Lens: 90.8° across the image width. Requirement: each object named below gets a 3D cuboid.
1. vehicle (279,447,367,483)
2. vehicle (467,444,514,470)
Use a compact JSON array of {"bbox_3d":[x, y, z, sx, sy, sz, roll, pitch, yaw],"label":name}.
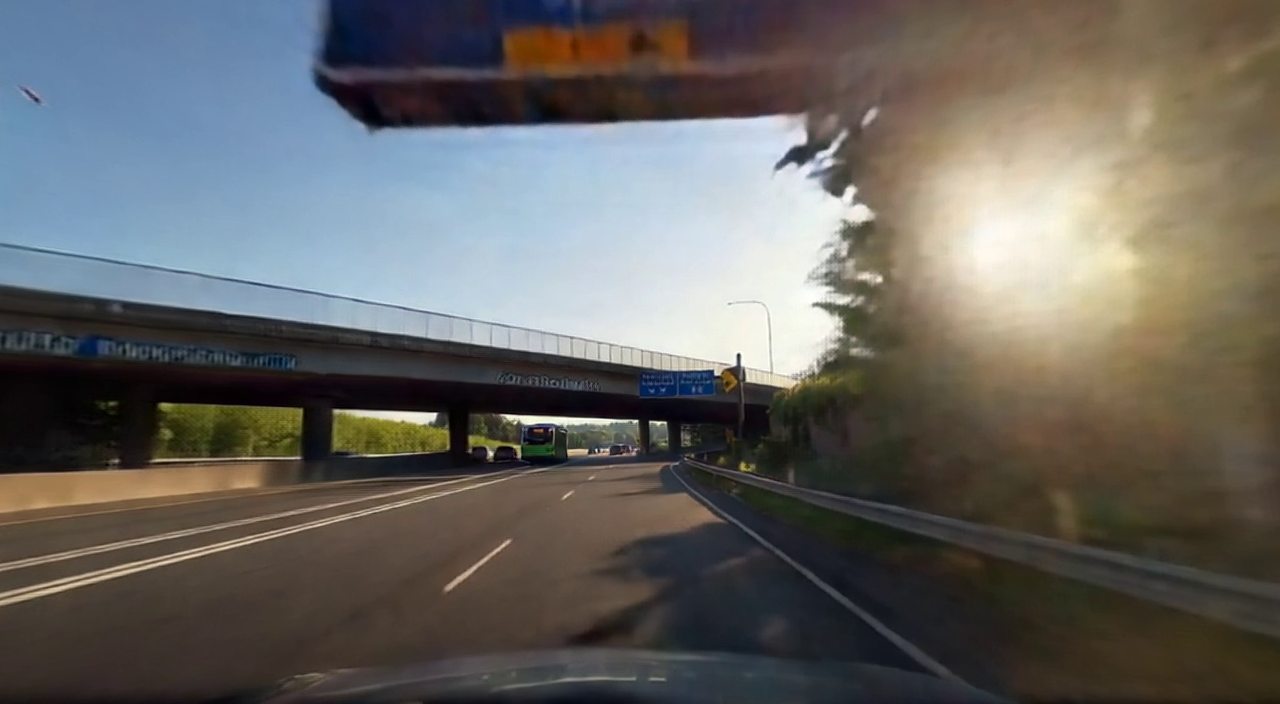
[{"bbox_3d":[-14.027,5.003,28.180,1.878,1.470,3.825,0,-9,0],"label":"vehicle"},{"bbox_3d":[-9.873,6.958,42.061,1.979,1.600,4.516,0,-9,1],"label":"vehicle"}]
